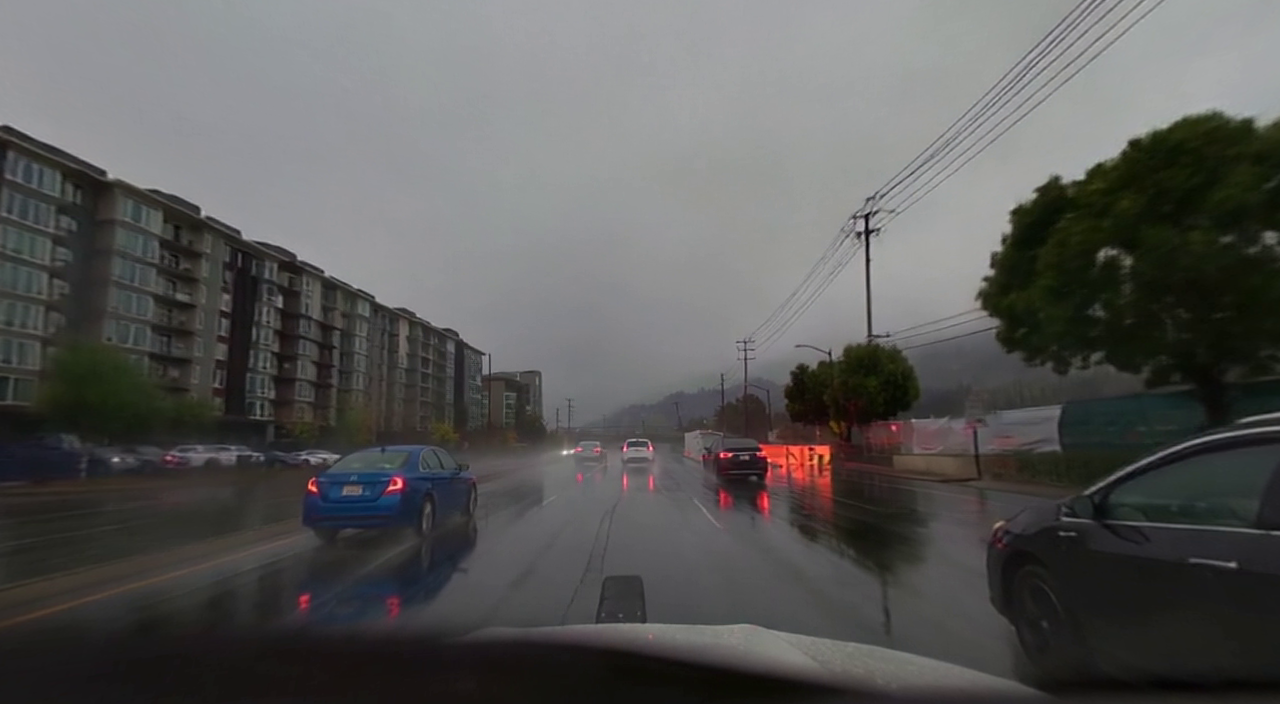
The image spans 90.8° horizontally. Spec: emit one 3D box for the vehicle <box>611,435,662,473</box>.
[{"bbox_3d":[-0.178,4.959,30.944,2.291,1.714,4.217,0,-8,0],"label":"vehicle"}]

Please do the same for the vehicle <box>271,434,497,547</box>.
[{"bbox_3d":[-3.849,2.140,10.468,1.968,1.473,4.209,0,-8,0],"label":"vehicle"}]

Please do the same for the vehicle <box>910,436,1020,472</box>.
[{"bbox_3d":[16.300,5.090,31.767,4.594,1.664,2.036,-6,-10,34],"label":"vehicle"}]

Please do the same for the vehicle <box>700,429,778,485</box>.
[{"bbox_3d":[3.428,3.716,22.679,2.029,1.797,4.218,0,-8,-1],"label":"vehicle"}]

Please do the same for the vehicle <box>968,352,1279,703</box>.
[{"bbox_3d":[3.212,0.809,2.210,1.975,1.598,4.025,0,-8,1],"label":"vehicle"}]

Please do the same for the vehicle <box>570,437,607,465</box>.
[{"bbox_3d":[-3.524,6.864,44.107,2.190,1.832,4.417,0,-8,1],"label":"vehicle"}]
